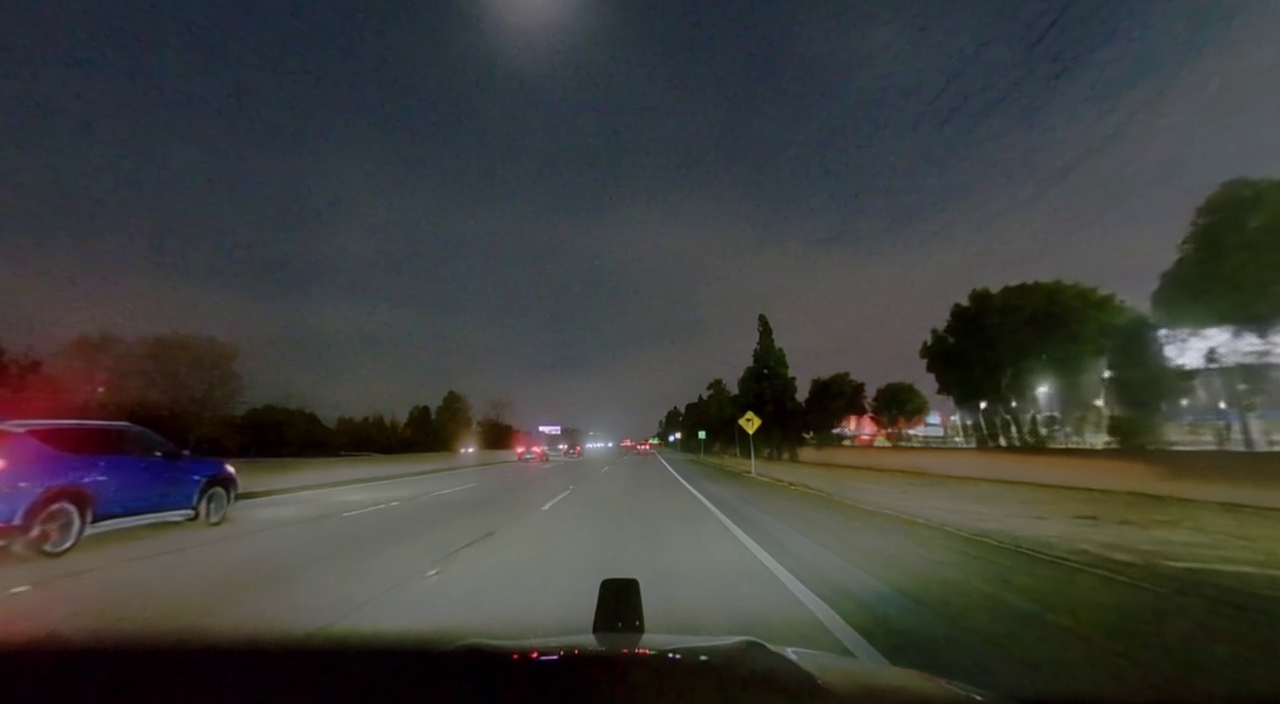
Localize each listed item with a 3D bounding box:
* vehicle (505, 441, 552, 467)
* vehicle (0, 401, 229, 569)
[{"bbox_3d":[-6.954,6.402,39.848,2.008,1.520,4.731,0,-9,1],"label":"vehicle"},{"bbox_3d":[-7.538,1.503,7.440,2.055,1.683,4.804,0,-9,1],"label":"vehicle"}]
